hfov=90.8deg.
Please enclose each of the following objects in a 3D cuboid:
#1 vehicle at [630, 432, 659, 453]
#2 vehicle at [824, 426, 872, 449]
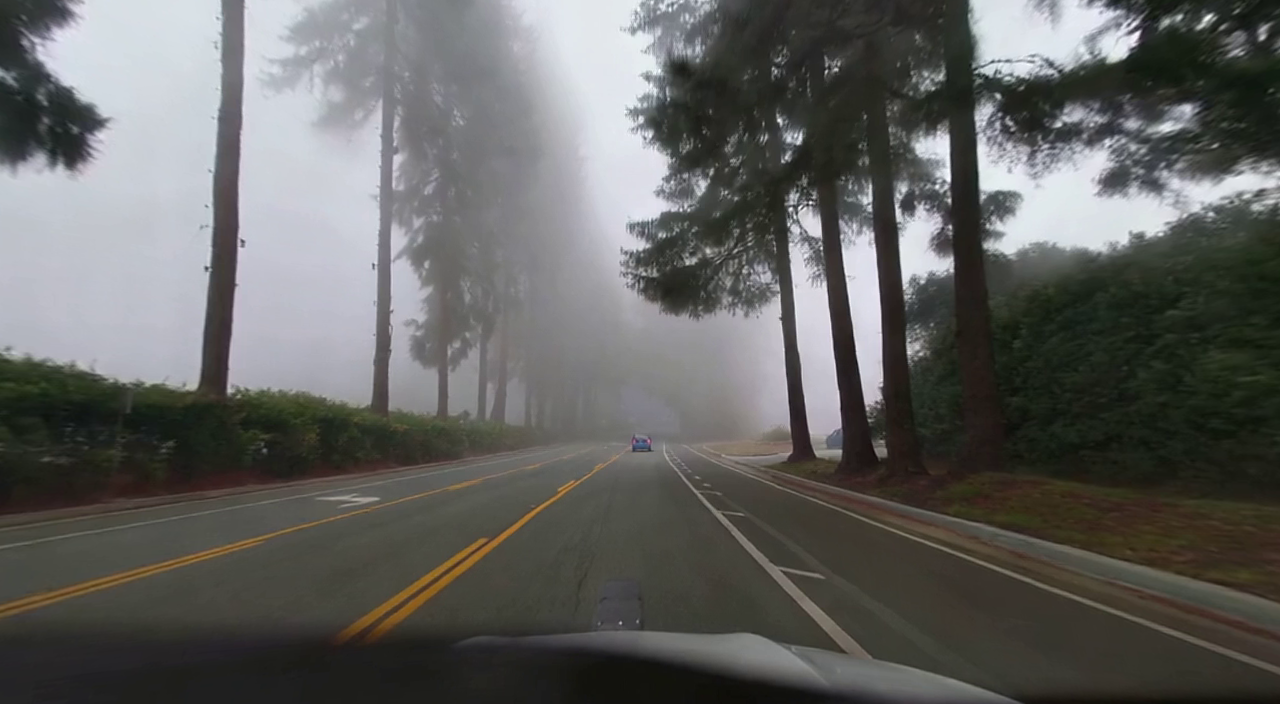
[{"bbox_3d":[0.363,6.873,47.913,2.067,1.486,3.861,0,-9,1],"label":"vehicle"},{"bbox_3d":[14.021,5.757,42.793,1.762,1.479,4.546,0,-7,1],"label":"vehicle"}]
